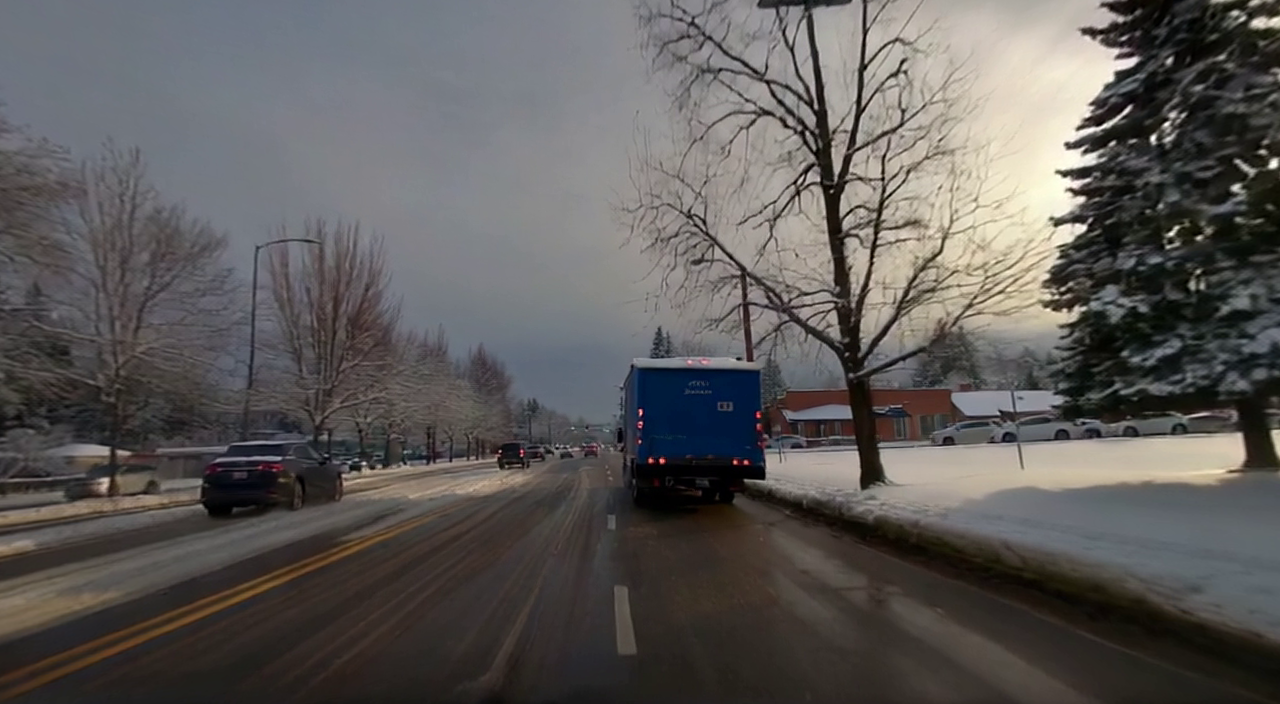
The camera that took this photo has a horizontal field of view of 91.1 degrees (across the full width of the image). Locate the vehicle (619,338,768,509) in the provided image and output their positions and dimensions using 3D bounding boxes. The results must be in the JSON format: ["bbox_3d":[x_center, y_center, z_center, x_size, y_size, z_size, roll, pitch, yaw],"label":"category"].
[{"bbox_3d":[1.010,2.132,17.913,2.905,3.644,8.807,1,-8,-4],"label":"vehicle"}]

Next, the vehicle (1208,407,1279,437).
[{"bbox_3d":[38.578,4.364,38.785,1.858,1.687,5.044,0,-9,-6],"label":"vehicle"}]

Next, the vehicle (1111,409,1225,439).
[{"bbox_3d":[32.416,4.520,38.836,2.039,1.714,5.431,1,-8,-5],"label":"vehicle"}]

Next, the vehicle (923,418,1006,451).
[{"bbox_3d":[18.934,4.900,36.871,1.880,1.804,4.679,1,-9,-8],"label":"vehicle"}]

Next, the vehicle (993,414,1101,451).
[{"bbox_3d":[24.233,4.893,37.739,2.220,1.981,5.827,3,-8,-5],"label":"vehicle"}]

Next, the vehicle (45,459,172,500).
[{"bbox_3d":[-25.885,6.206,30.861,2.180,1.681,4.770,0,-8,-3],"label":"vehicle"}]

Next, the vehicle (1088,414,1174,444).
[{"bbox_3d":[29.476,4.685,37.831,1.827,1.498,3.785,-5,-8,-6],"label":"vehicle"}]

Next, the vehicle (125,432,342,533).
[{"bbox_3d":[-7.905,2.509,12.824,1.958,1.672,4.283,1,-8,-7],"label":"vehicle"}]

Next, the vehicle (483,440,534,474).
[{"bbox_3d":[-7.416,5.931,35.824,2.095,1.759,4.433,0,-8,-2],"label":"vehicle"}]
